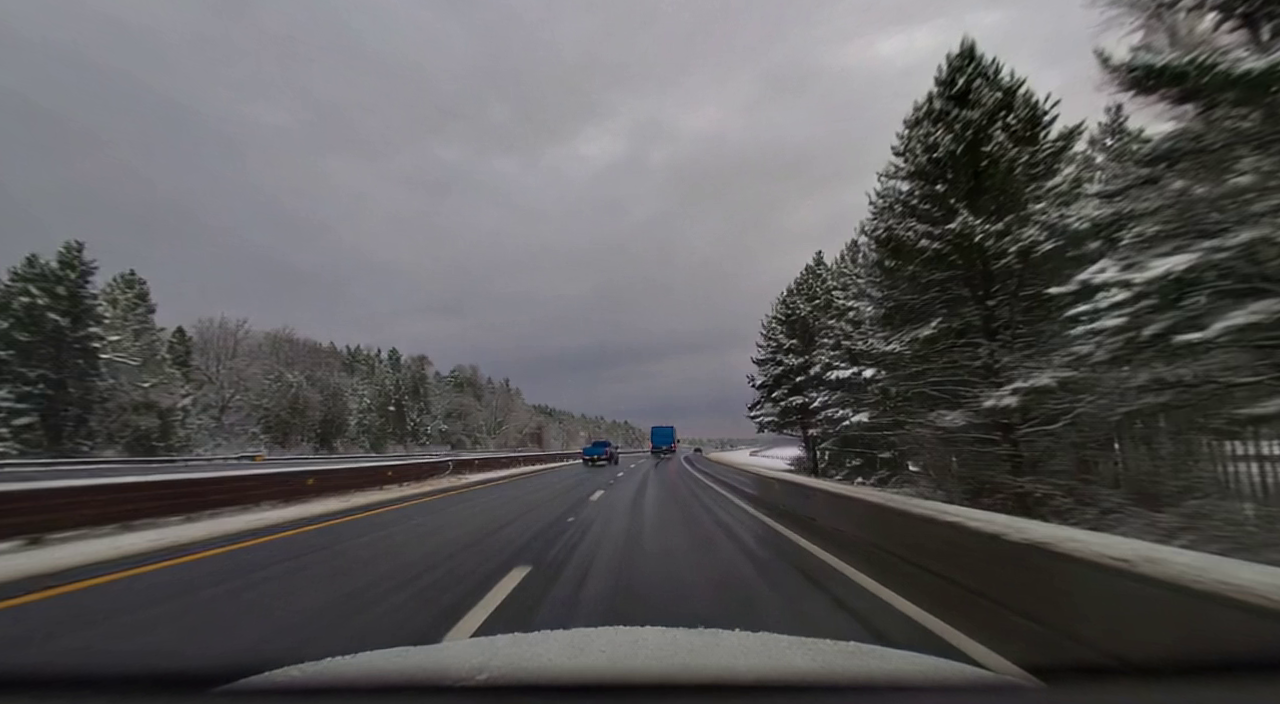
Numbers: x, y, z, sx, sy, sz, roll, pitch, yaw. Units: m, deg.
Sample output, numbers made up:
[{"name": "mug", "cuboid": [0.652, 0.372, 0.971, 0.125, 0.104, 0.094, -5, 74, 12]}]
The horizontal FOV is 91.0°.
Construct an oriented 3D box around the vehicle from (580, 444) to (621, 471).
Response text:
[{"name": "vehicle", "cuboid": [-2.386, 6.496, 38.871, 2.199, 1.555, 4.451, 0, -9, 0]}]
